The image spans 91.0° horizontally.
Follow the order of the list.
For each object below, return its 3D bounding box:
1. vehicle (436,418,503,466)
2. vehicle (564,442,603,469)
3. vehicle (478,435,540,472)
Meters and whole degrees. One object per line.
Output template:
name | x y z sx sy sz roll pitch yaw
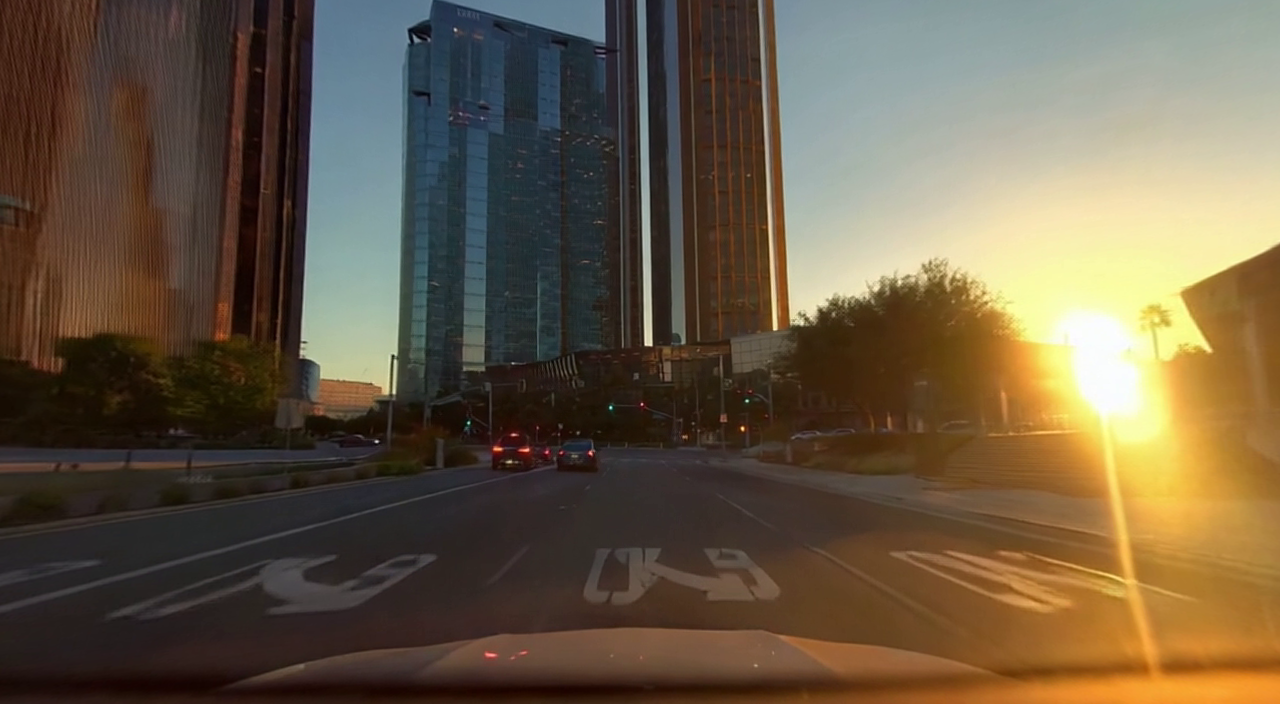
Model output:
vehicle | -12.853 6.914 48.181 2.887 3.366 7.454 0 -9 1
vehicle | -3.737 6.962 42.649 2.181 1.706 4.334 0 -9 1
vehicle | -7.139 5.622 34.934 2.204 1.844 4.766 0 -9 2
